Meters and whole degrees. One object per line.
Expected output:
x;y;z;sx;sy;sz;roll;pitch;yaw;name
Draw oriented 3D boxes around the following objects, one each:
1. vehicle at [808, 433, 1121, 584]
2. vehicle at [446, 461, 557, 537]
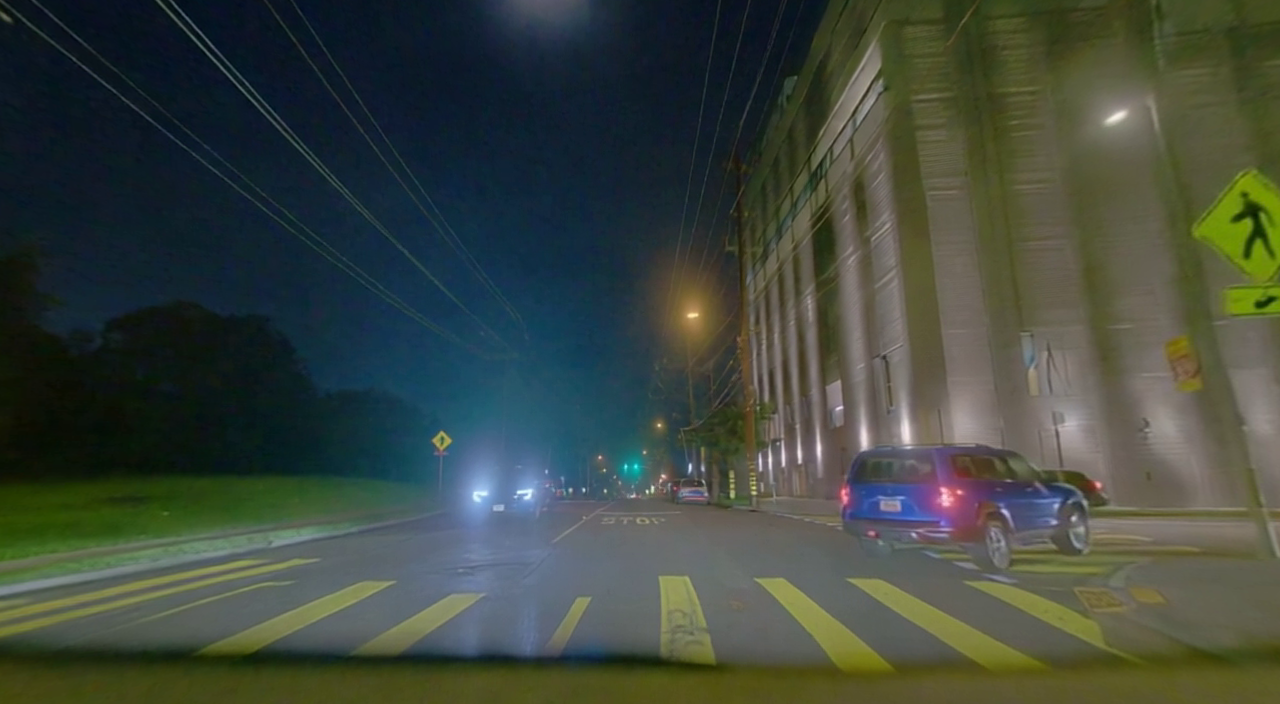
5.183;2.207;9.914;4.872;1.789;2.214;6;-10;-34;vehicle
-3.379;3.648;16.240;1.911;1.563;4.057;0;-8;0;vehicle
